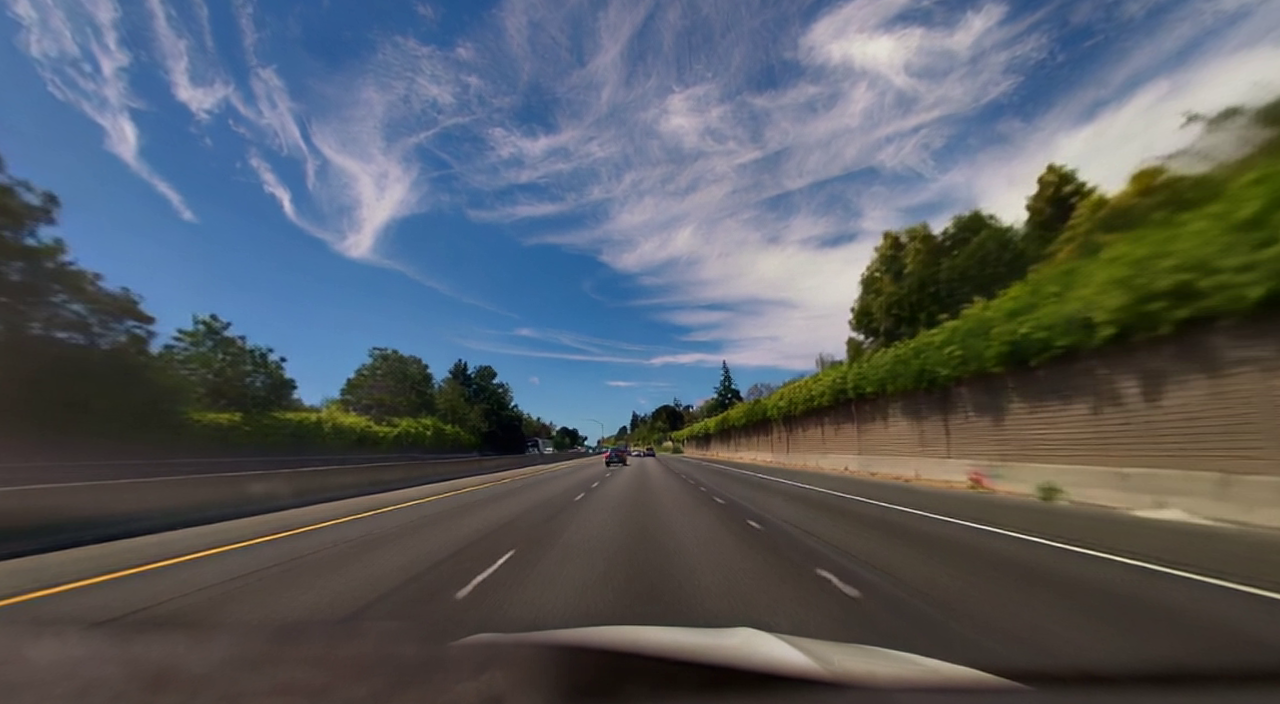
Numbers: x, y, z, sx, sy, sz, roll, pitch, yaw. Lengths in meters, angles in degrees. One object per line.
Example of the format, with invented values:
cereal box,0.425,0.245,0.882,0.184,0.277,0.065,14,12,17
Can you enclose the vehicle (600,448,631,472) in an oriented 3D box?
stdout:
vehicle,-1.574,7.195,42.194,1.873,1.529,3.953,0,-9,1
